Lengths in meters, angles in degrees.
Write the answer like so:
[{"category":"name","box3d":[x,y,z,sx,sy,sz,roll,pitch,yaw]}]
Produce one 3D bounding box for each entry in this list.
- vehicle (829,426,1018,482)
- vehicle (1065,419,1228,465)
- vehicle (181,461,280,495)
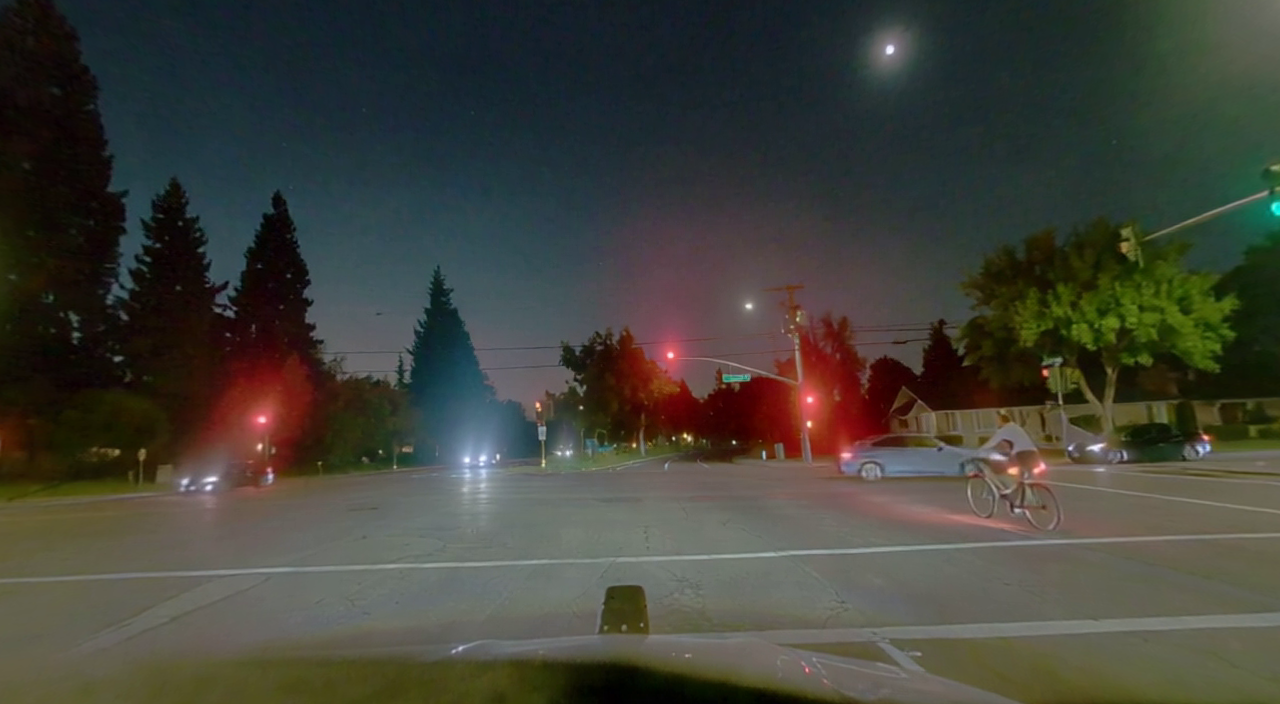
[{"category":"vehicle","box3d":[8.097,3.004,18.564,4.749,1.496,2.017,-3,-9,15]},{"category":"vehicle","box3d":[17.344,3.100,21.758,3.969,1.493,1.823,0,-9,1]},{"category":"vehicle","box3d":[-19.324,5.934,30.004,1.810,1.393,4.423,0,-9,-1]}]
